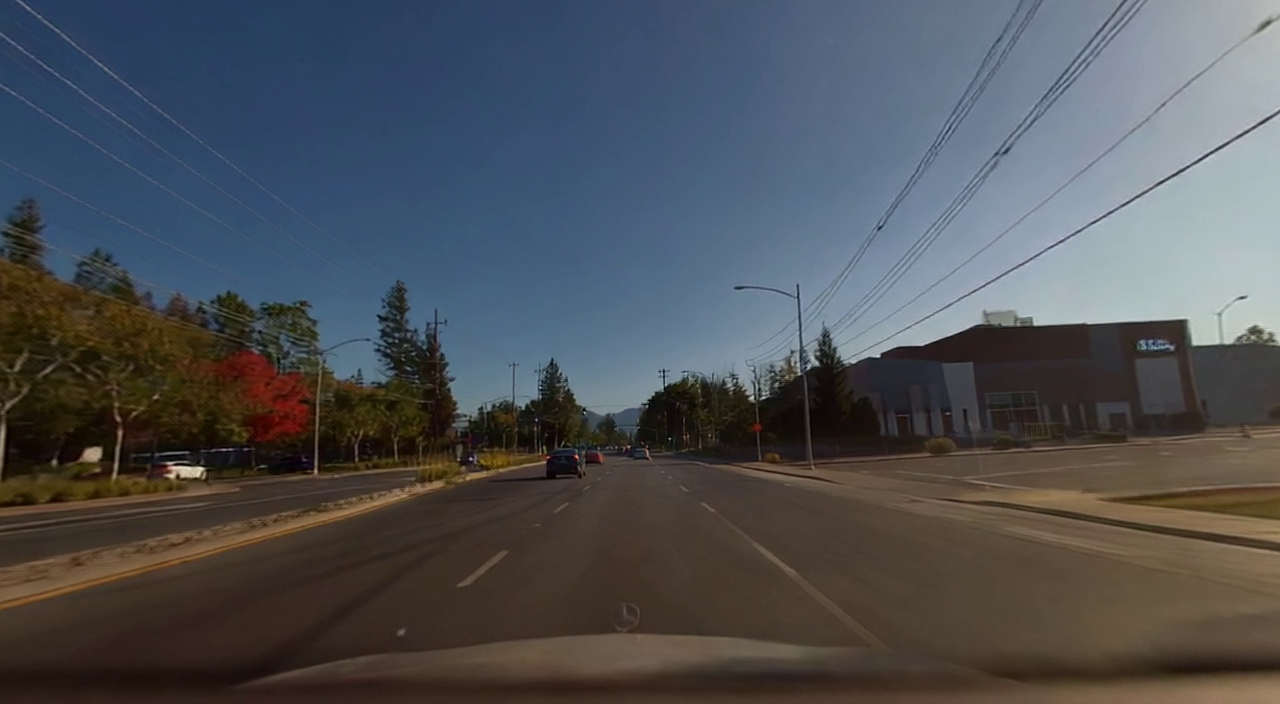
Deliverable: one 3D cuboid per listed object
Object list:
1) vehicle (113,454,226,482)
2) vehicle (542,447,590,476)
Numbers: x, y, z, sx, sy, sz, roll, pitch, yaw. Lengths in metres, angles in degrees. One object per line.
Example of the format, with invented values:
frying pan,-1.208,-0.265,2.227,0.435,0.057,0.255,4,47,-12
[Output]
vehicle,-33.918,8.336,45.501,6.134,1.918,2.296,1,-9,-4
vehicle,-3.881,5.813,33.721,2.076,1.444,4.328,0,-9,0
